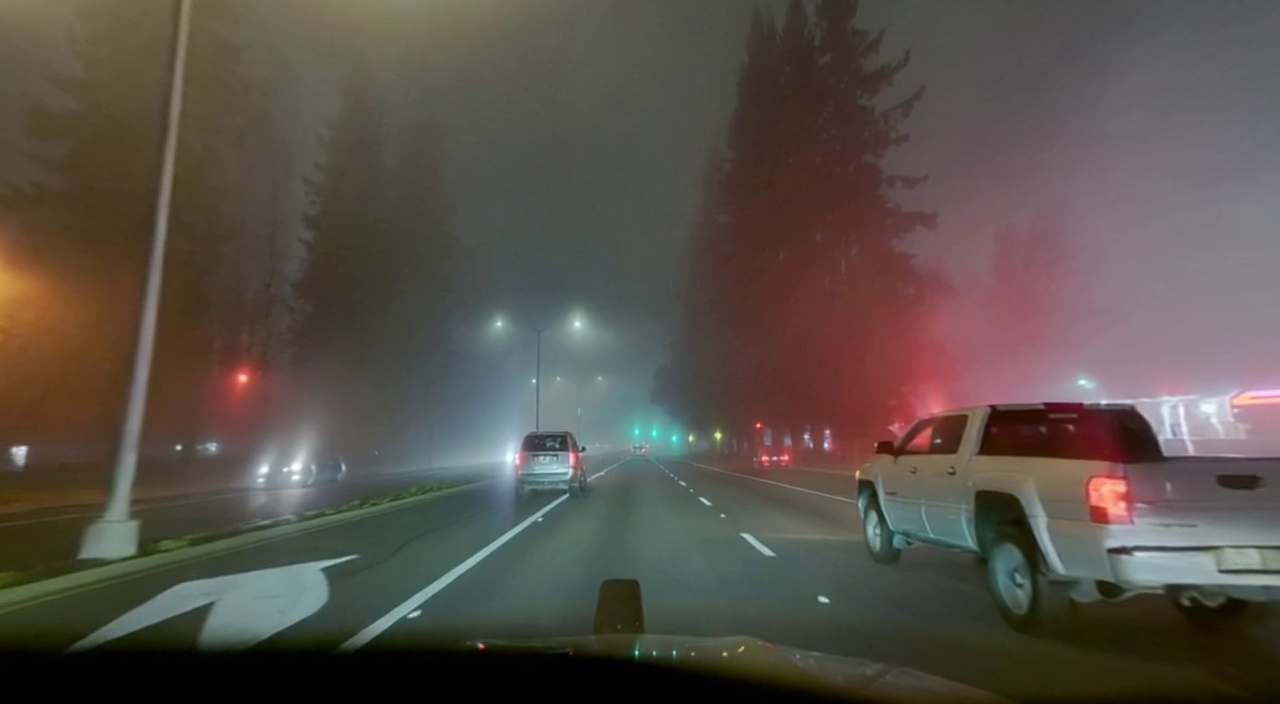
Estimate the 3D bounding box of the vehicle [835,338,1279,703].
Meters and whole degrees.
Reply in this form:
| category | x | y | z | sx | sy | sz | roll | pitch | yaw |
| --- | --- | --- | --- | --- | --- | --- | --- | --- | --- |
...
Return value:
| category | x | y | z | sx | sy | sz | roll | pitch | yaw |
| --- | --- | --- | --- | --- | --- | --- | --- | --- | --- |
| vehicle | 3.477 | 1.142 | 5.127 | 2.238 | 1.767 | 4.563 | 0 | -8 | -1 |

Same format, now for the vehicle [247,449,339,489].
| category | x | y | z | sx | sy | sz | roll | pitch | yaw |
| --- | --- | --- | --- | --- | --- | --- | --- | --- | --- |
| vehicle | -16.916 | 5.708 | 31.109 | 2.060 | 1.769 | 4.385 | 0 | -8 | 0 |

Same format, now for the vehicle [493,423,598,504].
| category | x | y | z | sx | sy | sz | roll | pitch | yaw |
| --- | --- | --- | --- | --- | --- | --- | --- | --- | --- |
| vehicle | -2.386 | 2.997 | 17.402 | 2.300 | 1.870 | 4.936 | 0 | -8 | -2 |
